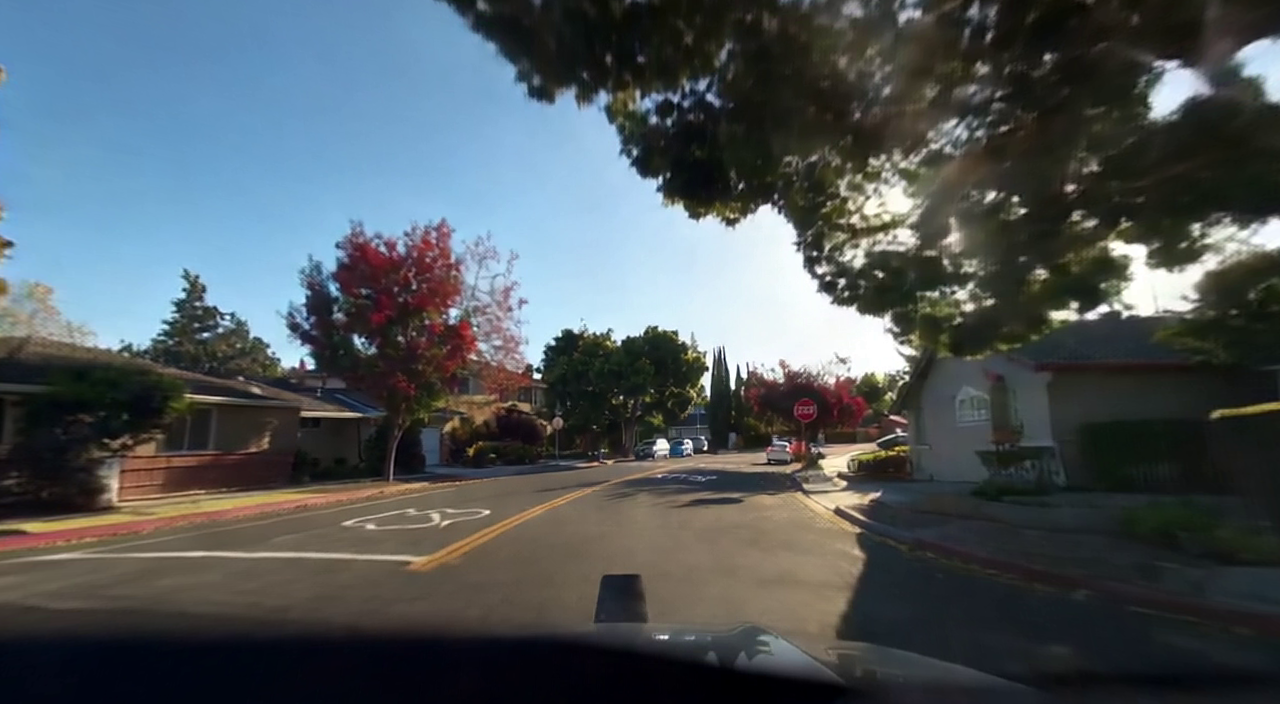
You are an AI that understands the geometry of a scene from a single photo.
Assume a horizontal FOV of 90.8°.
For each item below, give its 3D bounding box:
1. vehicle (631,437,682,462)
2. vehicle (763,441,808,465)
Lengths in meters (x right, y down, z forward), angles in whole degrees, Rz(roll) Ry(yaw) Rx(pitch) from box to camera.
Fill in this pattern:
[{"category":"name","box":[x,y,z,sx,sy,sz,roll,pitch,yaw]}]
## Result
[{"category":"vehicle","box":[1.299,7.274,47.266,2.030,1.696,4.828,-4,-9,24]},{"category":"vehicle","box":[9.703,6.665,41.819,2.045,1.478,4.914,-4,-9,22]}]
